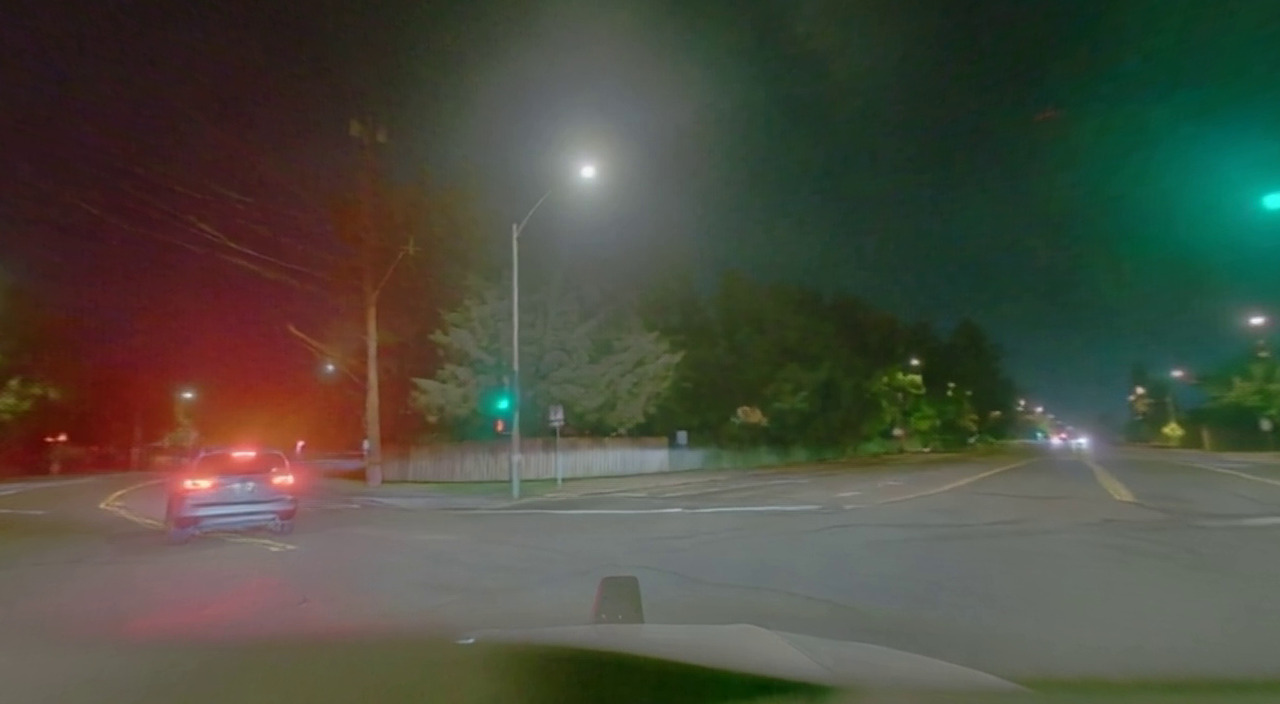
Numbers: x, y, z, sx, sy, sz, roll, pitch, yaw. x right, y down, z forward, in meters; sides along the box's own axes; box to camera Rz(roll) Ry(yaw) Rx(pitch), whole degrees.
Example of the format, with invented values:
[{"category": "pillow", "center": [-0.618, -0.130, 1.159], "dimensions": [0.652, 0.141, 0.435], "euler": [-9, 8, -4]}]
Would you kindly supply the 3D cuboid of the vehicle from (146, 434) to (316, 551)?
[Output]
[{"category": "vehicle", "center": [-8.259, 2.597, 12.559], "dimensions": [2.230, 1.827, 4.580], "euler": [7, -11, -38]}]
